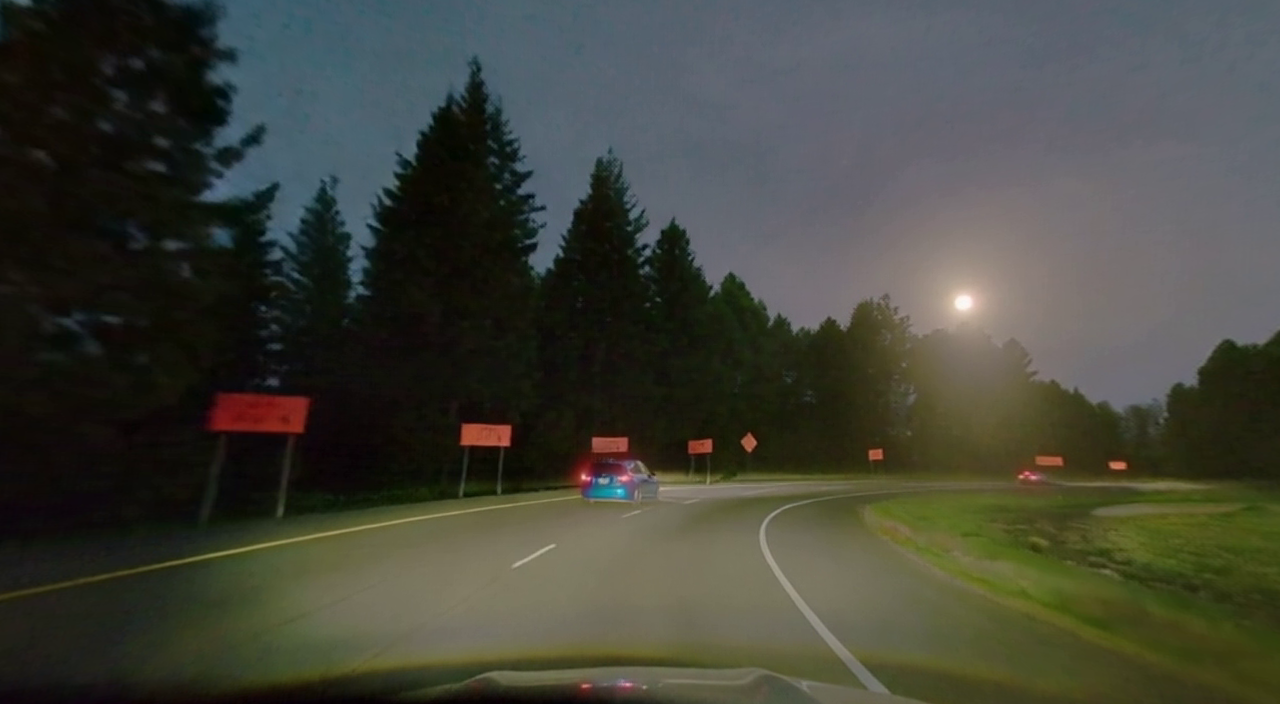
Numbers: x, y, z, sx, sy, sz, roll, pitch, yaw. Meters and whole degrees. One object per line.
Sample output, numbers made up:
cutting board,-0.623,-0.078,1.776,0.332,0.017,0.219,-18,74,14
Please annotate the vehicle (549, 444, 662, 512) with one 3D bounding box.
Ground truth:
vehicle,-0.841,3.653,18.533,1.997,1.692,4.422,-2,-11,15

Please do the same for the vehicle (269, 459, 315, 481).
vehicle,-24.028,8.159,43.641,1.758,1.470,3.823,3,-11,-13
